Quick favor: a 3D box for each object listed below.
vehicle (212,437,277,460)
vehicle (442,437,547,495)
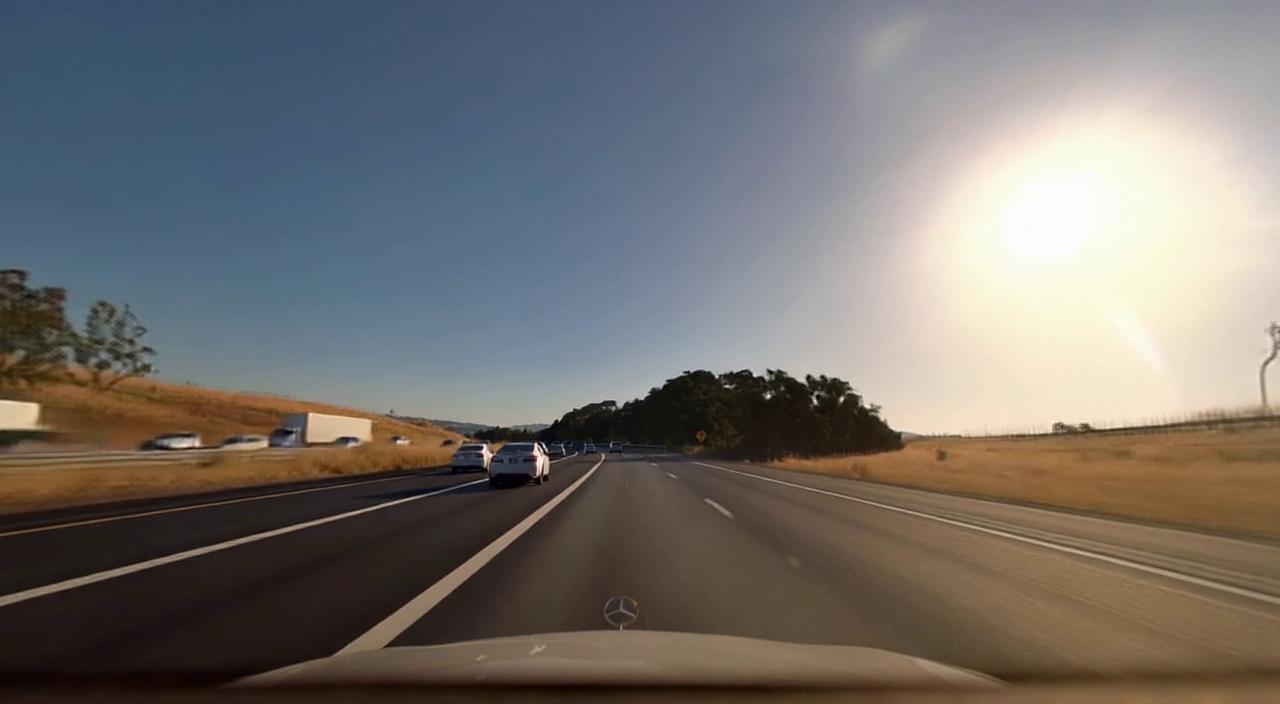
[{"bbox_3d":[-29.613,7.231,47.487,2.001,1.637,4.585,0,-9,-2],"label":"vehicle"},{"bbox_3d":[-4.204,3.362,19.067,2.073,1.516,4.478,0,-9,0],"label":"vehicle"}]
